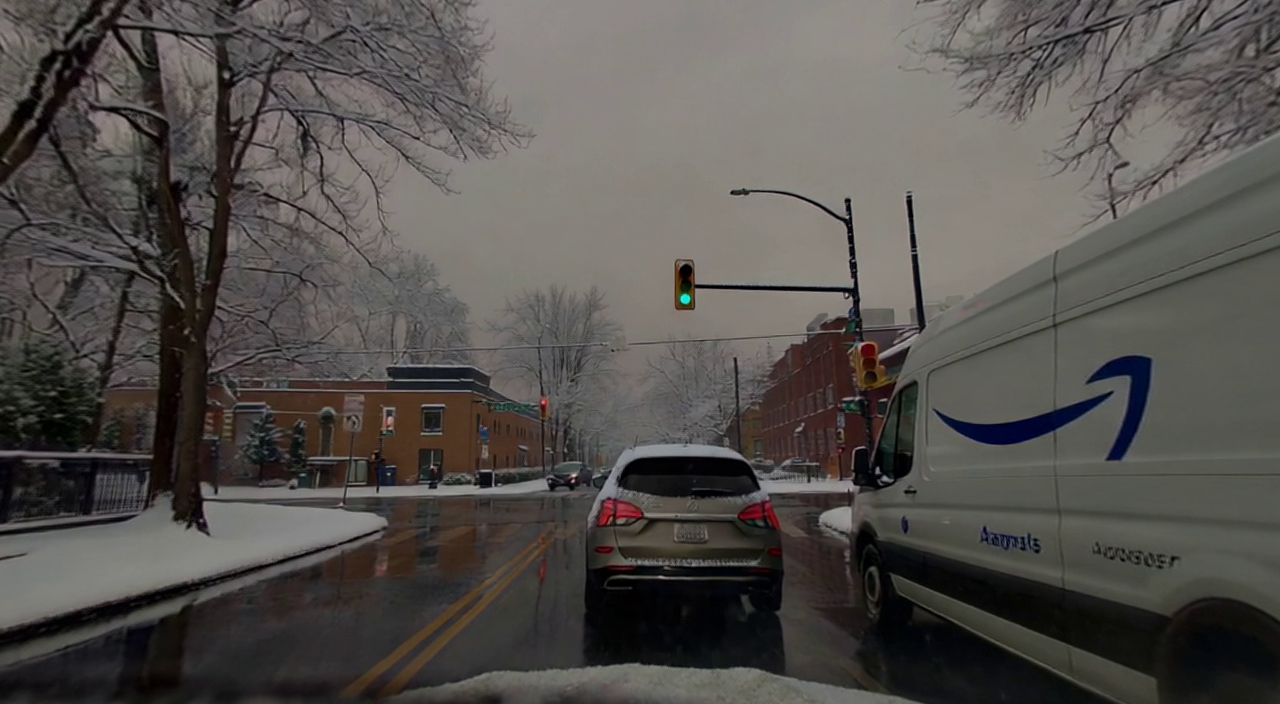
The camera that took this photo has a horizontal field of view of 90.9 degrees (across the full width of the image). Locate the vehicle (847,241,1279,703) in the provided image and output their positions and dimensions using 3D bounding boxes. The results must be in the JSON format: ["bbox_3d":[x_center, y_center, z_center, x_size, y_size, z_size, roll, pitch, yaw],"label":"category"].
[{"bbox_3d":[2.856,0.879,2.831,2.054,1.965,5.248,1,-11,0],"label":"vehicle"}]

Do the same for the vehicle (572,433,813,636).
[{"bbox_3d":[0.367,1.832,7.027,1.961,1.629,3.610,1,-11,-2],"label":"vehicle"}]
